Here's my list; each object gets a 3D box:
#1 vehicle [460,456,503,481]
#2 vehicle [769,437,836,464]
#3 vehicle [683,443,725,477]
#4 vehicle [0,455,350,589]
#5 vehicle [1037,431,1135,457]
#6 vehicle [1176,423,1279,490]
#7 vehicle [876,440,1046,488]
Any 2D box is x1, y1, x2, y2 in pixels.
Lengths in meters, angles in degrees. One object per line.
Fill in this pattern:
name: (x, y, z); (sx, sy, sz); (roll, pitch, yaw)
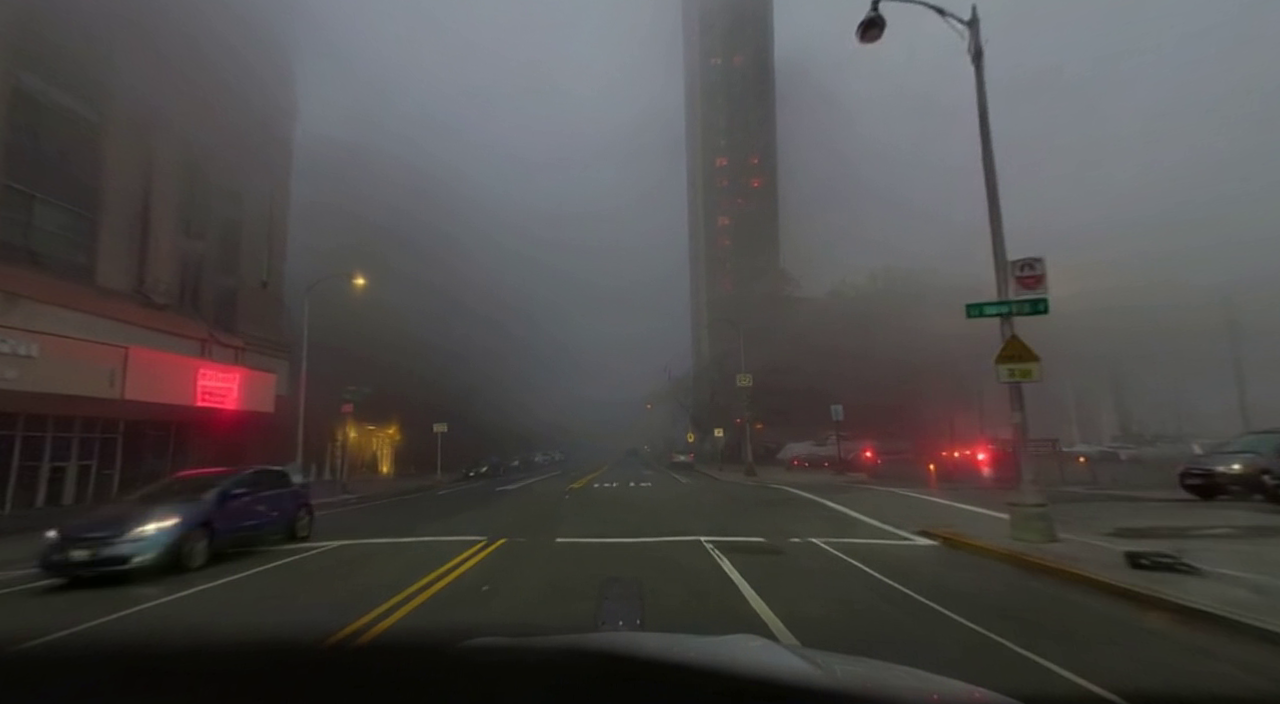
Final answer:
vehicle: (-11.212, 8.258, 45.042); (2.018, 1.553, 4.407); (0, -8, -1)
vehicle: (12.614, 7.655, 49.160); (4.629, 1.706, 1.915); (-3, -6, -1)
vehicle: (3.642, 6.269, 37.006); (2.118, 1.779, 5.121); (-1, -8, 2)
vehicle: (-6.547, 2.373, 9.764); (1.962, 1.475, 4.580); (0, -8, 0)
vehicle: (27.071, 5.591, 38.428); (4.472, 1.500, 1.837); (-1, -8, 2)
vehicle: (15.907, 2.486, 15.182); (4.301, 1.502, 1.844); (0, -8, 0)
vehicle: (10.644, 3.716, 21.196); (4.611, 1.494, 1.982); (0, -9, -4)
